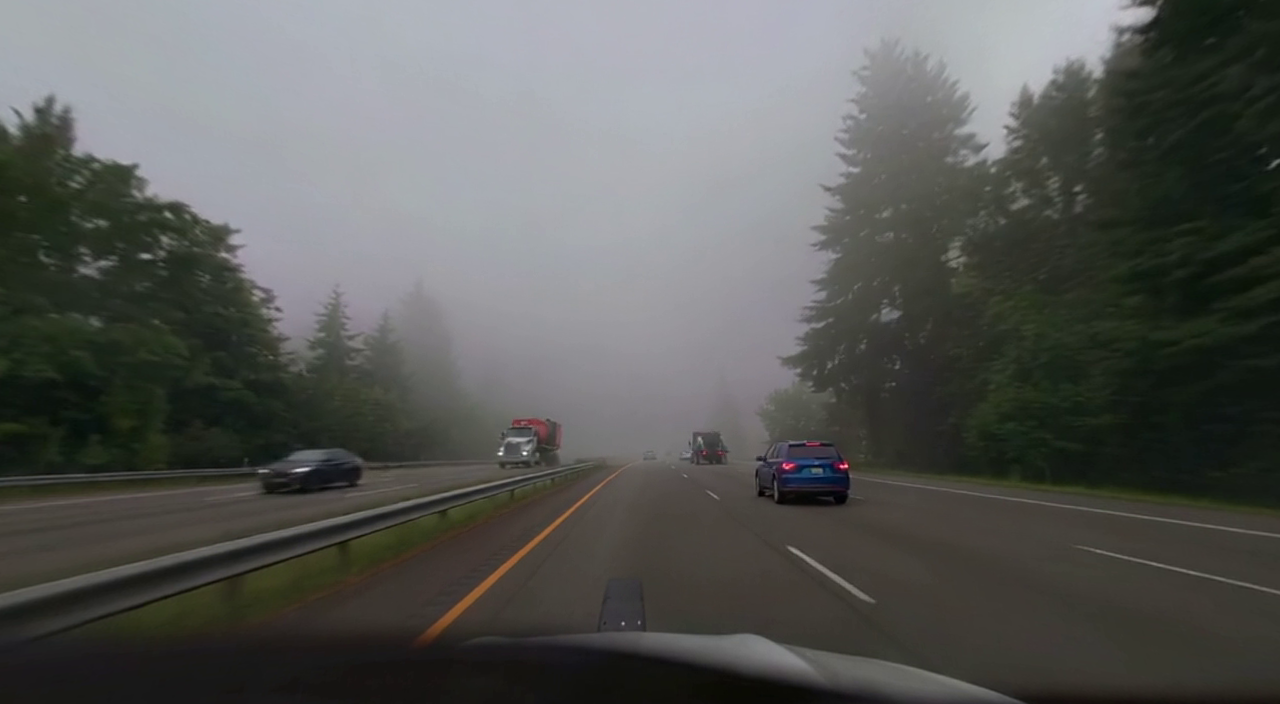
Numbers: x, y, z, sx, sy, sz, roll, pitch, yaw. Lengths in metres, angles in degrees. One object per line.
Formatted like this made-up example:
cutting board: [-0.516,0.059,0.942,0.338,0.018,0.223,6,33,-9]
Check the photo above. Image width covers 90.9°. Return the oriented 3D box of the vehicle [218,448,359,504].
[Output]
vehicle: [-12.668,4.469,23.245,2.143,1.787,5.264,0,-9,0]

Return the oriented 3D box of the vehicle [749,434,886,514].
vehicle: [3.981,2.810,14.925,2.005,1.604,4.002,0,-9,-1]

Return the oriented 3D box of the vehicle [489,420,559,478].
vehicle: [-7.565,6.508,42.350,3.011,3.465,8.510,0,-9,1]

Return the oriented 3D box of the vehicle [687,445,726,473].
vehicle: [4.244,6.883,40.704,2.022,1.658,4.132,0,-9,0]
